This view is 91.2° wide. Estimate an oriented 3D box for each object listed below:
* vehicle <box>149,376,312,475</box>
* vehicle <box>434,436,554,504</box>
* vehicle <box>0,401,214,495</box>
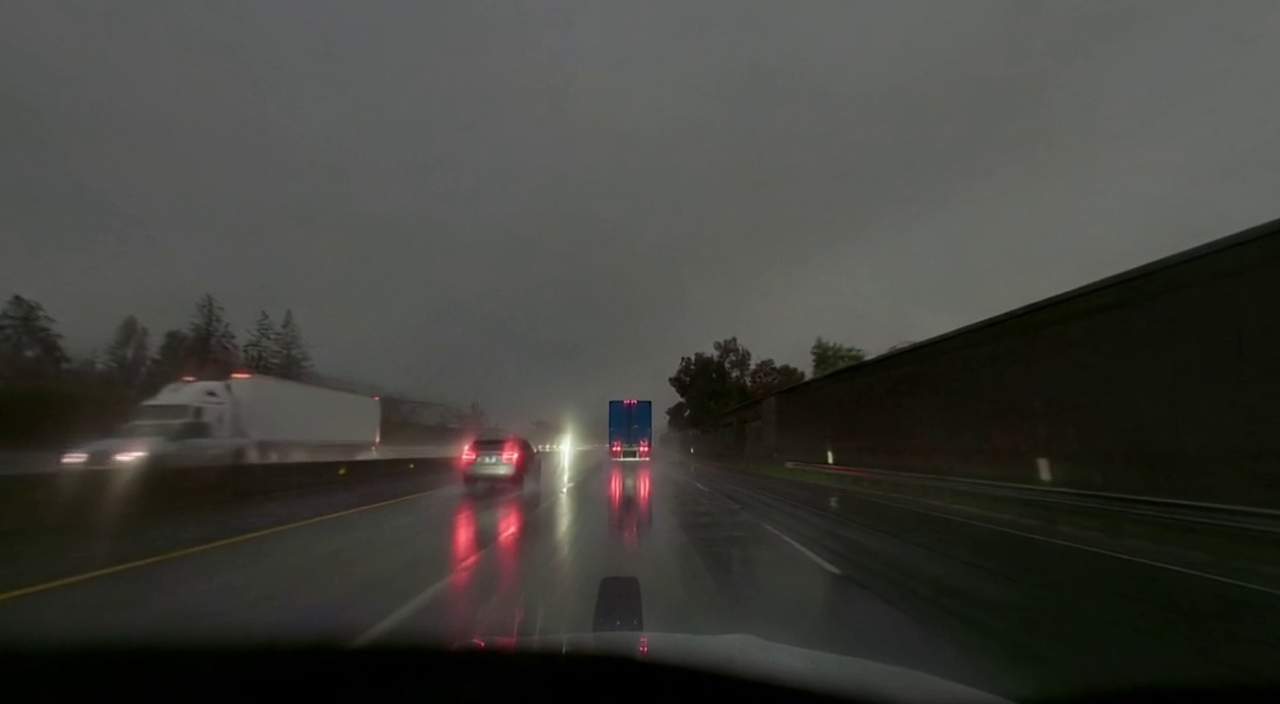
[{"bbox_3d":[-17.342,3.273,27.157,2.915,3.765,5.897,-1,-9,0],"label":"vehicle"},{"bbox_3d":[-3.626,3.016,16.471,2.057,1.519,4.372,0,-9,1],"label":"vehicle"},{"bbox_3d":[-12.897,2.306,15.006,2.047,1.878,4.683,0,-9,0],"label":"vehicle"}]
